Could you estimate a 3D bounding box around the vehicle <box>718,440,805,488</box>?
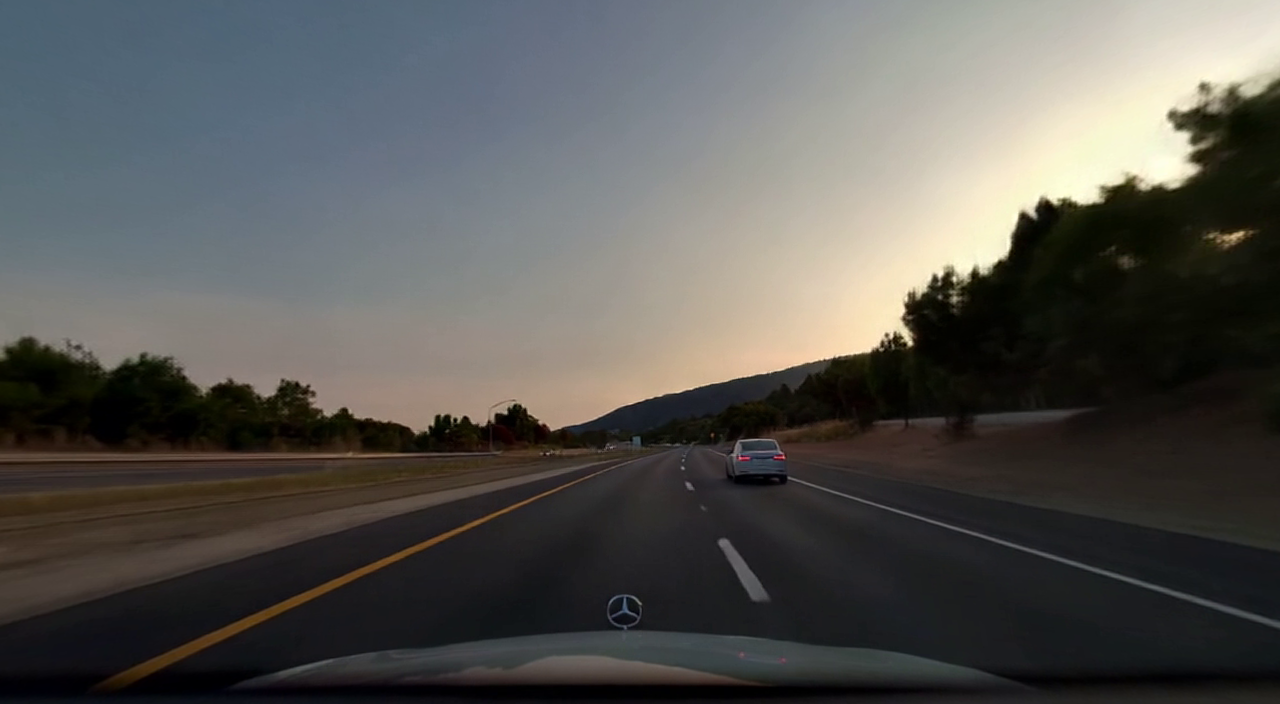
[{"bbox_3d":[3.904,3.671,20.916,2.124,1.405,4.398,0,-8,1],"label":"vehicle"}]
